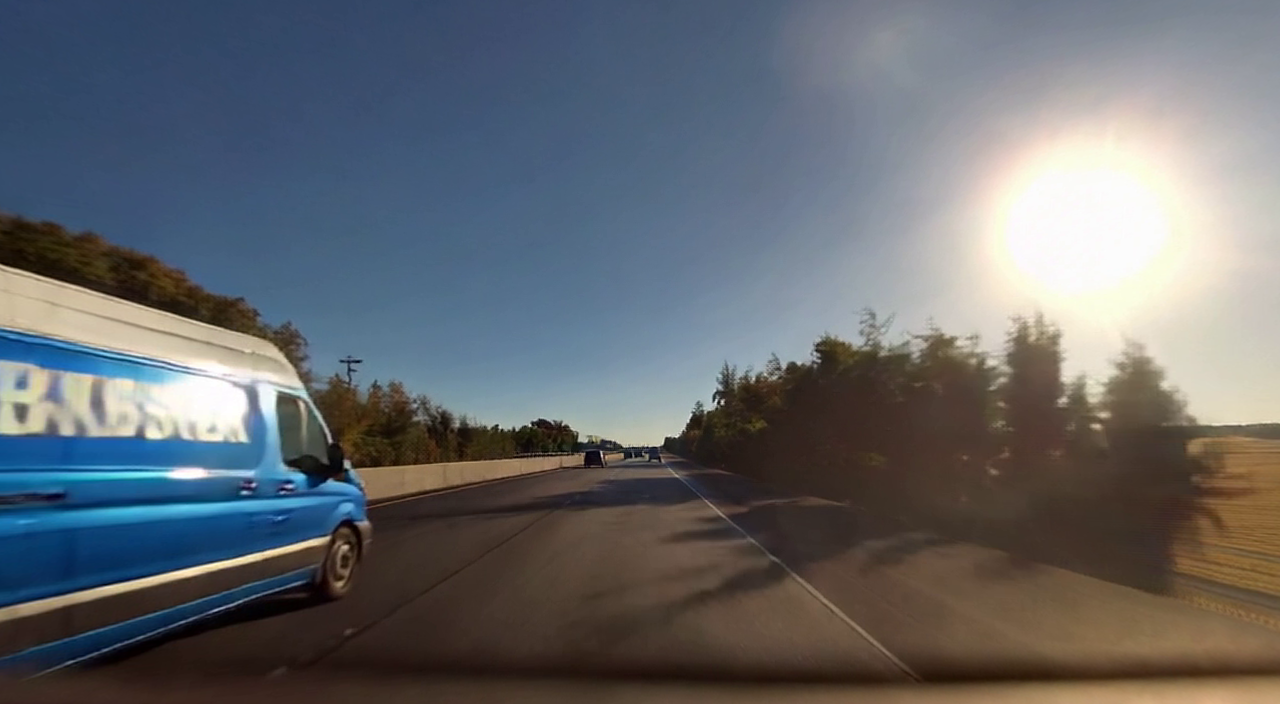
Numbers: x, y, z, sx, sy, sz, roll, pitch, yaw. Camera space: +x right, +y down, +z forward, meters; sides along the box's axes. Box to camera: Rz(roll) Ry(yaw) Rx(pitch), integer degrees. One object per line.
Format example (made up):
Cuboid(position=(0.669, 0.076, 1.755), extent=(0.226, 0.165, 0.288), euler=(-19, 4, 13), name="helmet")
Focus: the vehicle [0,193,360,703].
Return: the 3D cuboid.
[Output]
Cuboid(position=(-3.746, 0.626, 2.968), extent=(2.360, 2.367, 5.223), euler=(0, -9, 1), name="vehicle")
